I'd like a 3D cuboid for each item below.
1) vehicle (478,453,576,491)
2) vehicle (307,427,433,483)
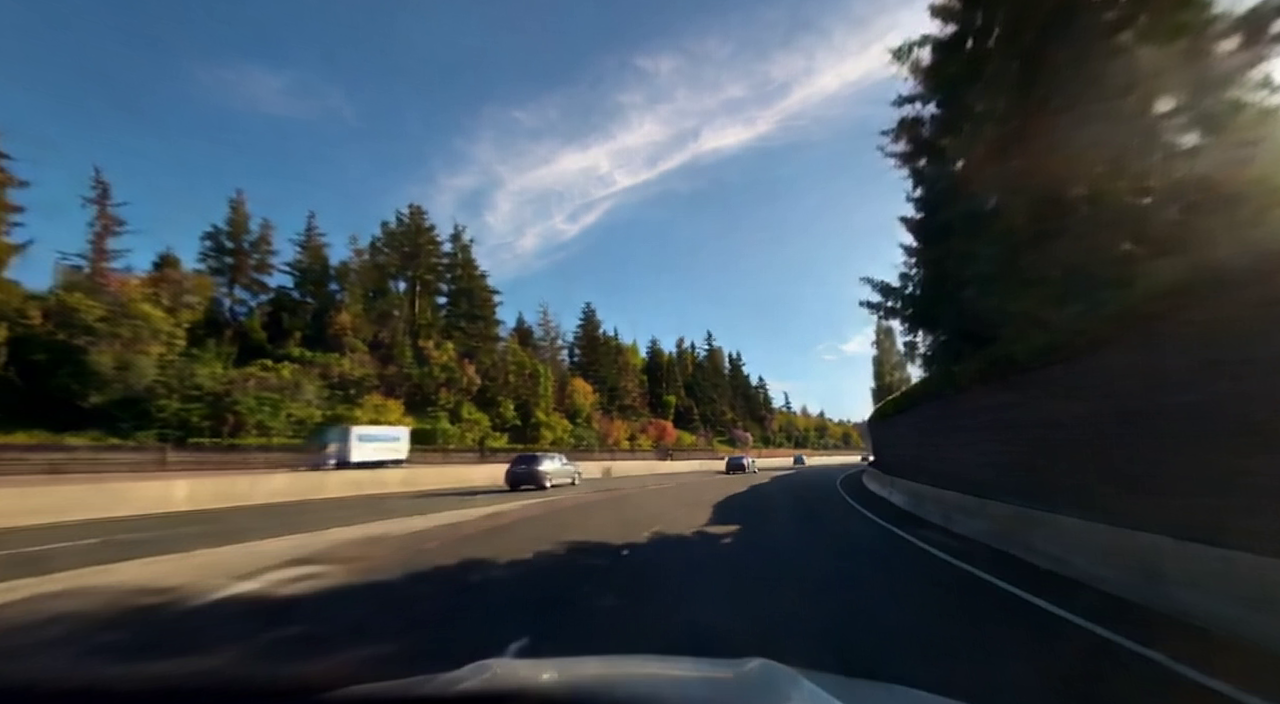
[{"bbox_3d":[-4.703,5.100,27.178,1.699,1.461,4.924,-4,-10,23],"label":"vehicle"},{"bbox_3d":[-16.217,6.249,38.519,2.561,3.028,7.213,-4,-10,23],"label":"vehicle"}]
